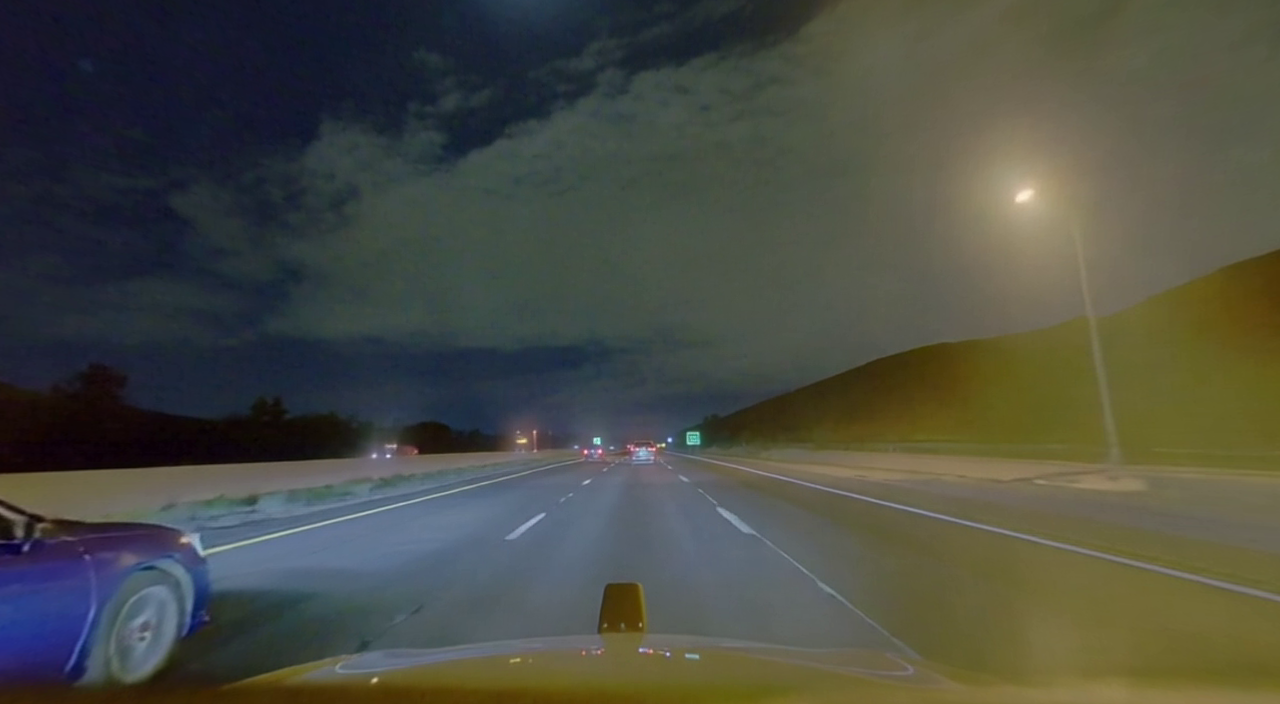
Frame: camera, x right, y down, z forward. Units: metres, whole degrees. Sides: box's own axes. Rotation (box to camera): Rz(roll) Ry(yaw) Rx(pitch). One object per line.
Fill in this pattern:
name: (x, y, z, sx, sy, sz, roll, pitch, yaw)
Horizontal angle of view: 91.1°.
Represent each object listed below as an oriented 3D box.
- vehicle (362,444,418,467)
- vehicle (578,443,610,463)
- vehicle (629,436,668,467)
vehicle: (-17.557, 7.267, 44.327, 1.939, 1.540, 4.874, 0, -8, 0)
vehicle: (-3.516, 7.875, 48.962, 2.082, 1.485, 4.237, 0, -8, 1)
vehicle: (0.490, 6.239, 39.510, 2.272, 1.836, 4.866, 0, -8, 0)
